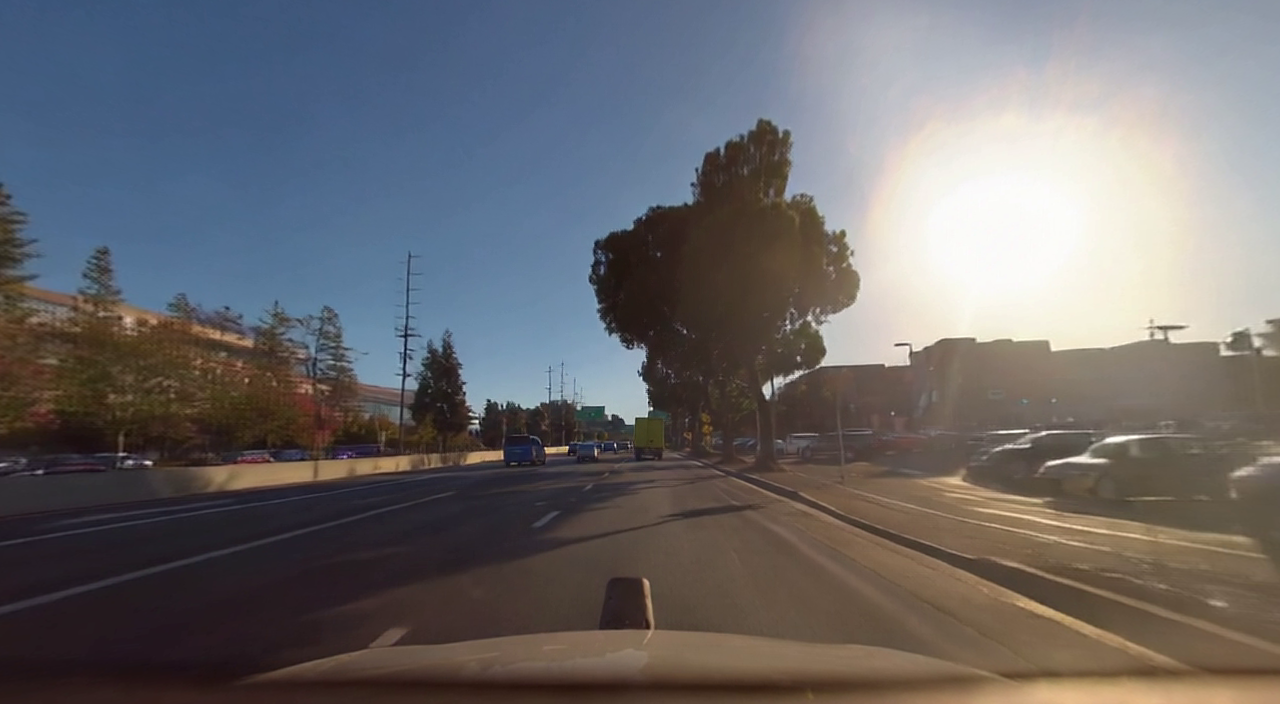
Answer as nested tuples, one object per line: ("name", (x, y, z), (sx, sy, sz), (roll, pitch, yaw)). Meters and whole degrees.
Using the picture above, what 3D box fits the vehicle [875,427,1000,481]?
("vehicle", (9.526, 3.316, 20.631), (1.956, 1.551, 4.439), (0, -8, 1))

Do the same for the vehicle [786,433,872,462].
("vehicle", (11.528, 5.843, 38.694), (4.655, 1.688, 1.876), (0, -8, 1))

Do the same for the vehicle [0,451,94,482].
("vehicle", (-33.460, 6.318, 34.849), (4.462, 1.613, 2.046), (0, -8, -1))

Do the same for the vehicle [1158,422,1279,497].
("vehicle", (14.857, 2.492, 14.789), (1.956, 1.591, 4.080), (0, -8, 2))

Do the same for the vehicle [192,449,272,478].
("vehicle", (-25.929, 7.081, 40.274), (1.918, 1.687, 4.653), (0, -8, 1))

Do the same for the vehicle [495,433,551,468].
("vehicle", (-6.783, 5.753, 37.034), (2.149, 1.893, 5.187), (0, -8, 2))

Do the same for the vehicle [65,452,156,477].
("vehicle", (-33.560, 7.145, 40.023), (4.071, 1.495, 1.741), (0, -8, -2))

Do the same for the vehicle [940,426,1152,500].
("vehicle", (9.491, 2.632, 15.360), (2.097, 1.497, 4.685), (0, -8, 1))
